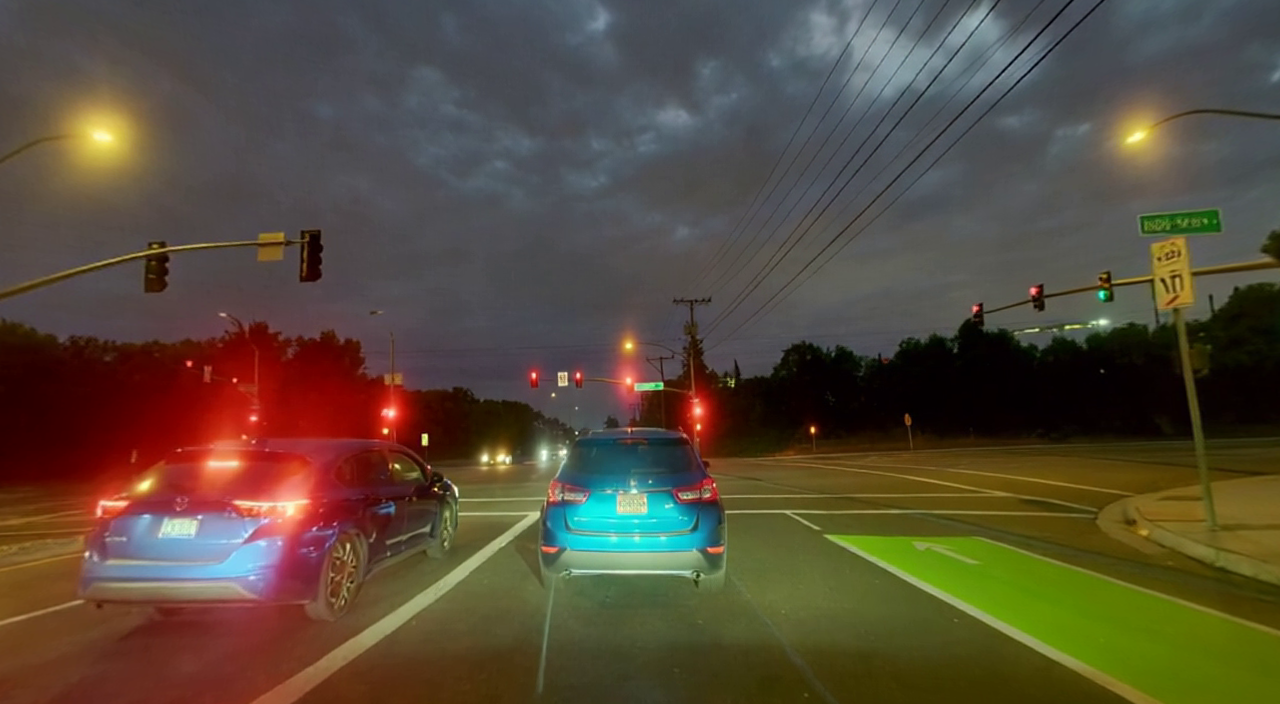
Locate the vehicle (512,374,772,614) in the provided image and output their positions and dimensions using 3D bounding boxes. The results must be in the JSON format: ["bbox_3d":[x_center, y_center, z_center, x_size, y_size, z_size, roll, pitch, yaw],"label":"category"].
[{"bbox_3d":[-0.020,1.554,7.666,2.036,1.885,5.196,0,-10,-1],"label":"vehicle"}]

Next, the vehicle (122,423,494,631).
[{"bbox_3d":[-2.915,1.613,6.660,1.726,1.506,3.840,0,-10,1],"label":"vehicle"}]

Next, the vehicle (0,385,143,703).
[{"bbox_3d":[-3.472,0.592,0.329,2.138,1.488,5.327,0,-8,0],"label":"vehicle"}]
